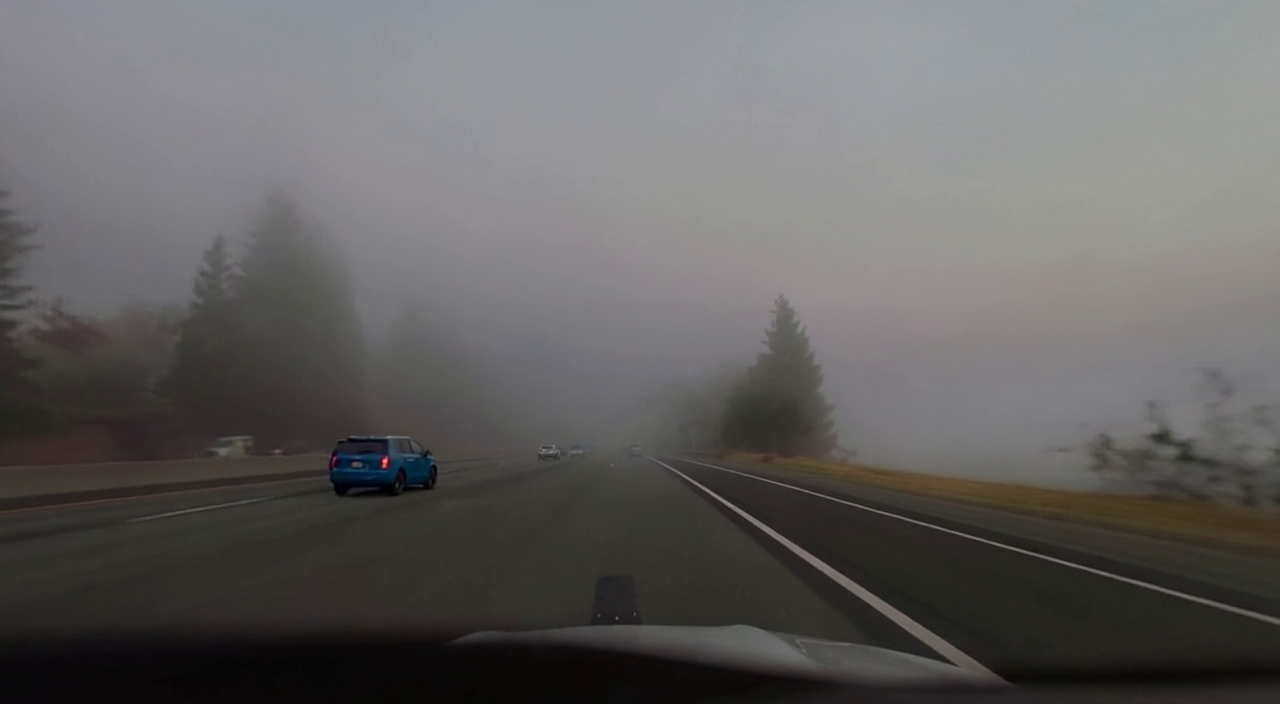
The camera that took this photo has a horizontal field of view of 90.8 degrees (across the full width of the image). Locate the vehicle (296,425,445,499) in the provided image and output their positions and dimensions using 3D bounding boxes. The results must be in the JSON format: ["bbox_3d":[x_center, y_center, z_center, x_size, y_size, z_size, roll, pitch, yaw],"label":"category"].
[{"bbox_3d":[-7.204,2.999,17.541,2.146,1.766,4.502,0,-9,0],"label":"vehicle"}]
